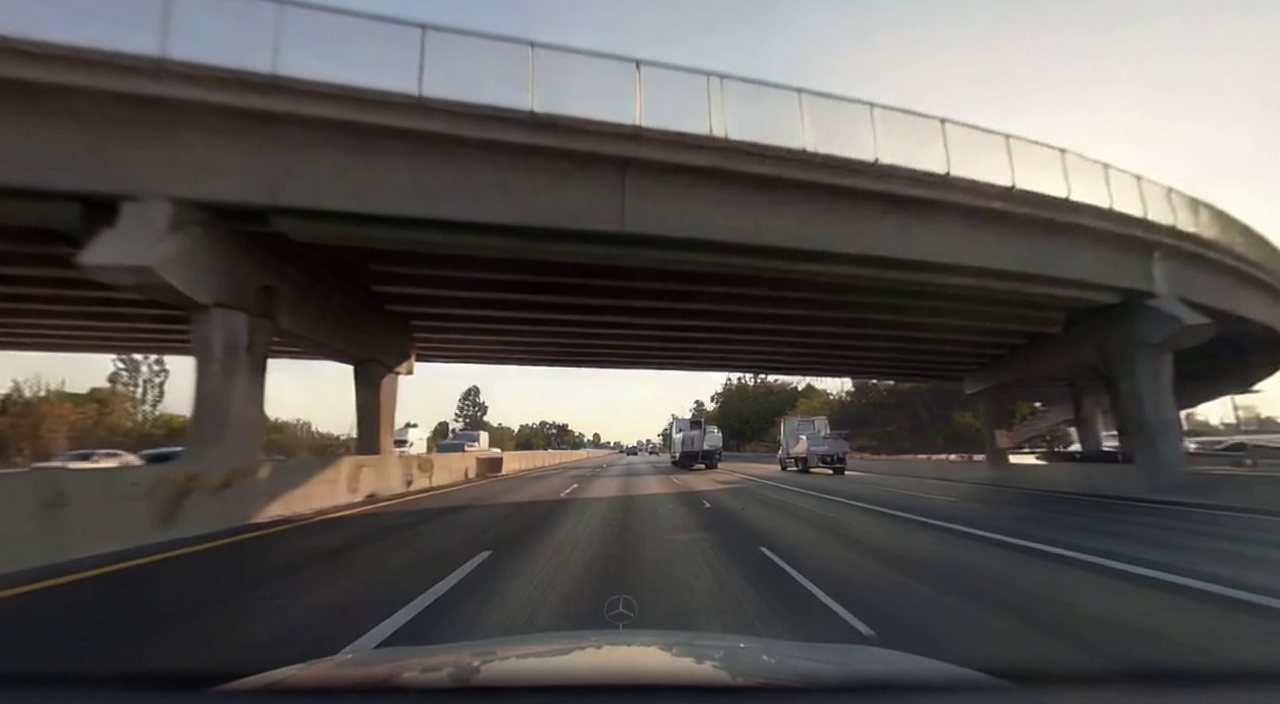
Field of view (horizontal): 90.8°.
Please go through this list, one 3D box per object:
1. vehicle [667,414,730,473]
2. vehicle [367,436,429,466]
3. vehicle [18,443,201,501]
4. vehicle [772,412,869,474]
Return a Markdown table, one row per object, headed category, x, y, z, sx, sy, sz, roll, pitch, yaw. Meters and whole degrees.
| category | x | y | z | sx | sy | sz | roll | pitch | yaw |
| --- | --- | --- | --- | --- | --- | --- | --- | --- | --- |
| vehicle | 3.263 | 5.403 | 37.125 | 2.742 | 3.054 | 7.537 | 0 | -9 | -2 |
| vehicle | -17.479 | 7.194 | 45.952 | 2.330 | 2.041 | 5.234 | 0 | -9 | 1 |
| vehicle | -14.040 | 3.162 | 17.022 | 1.881 | 1.385 | 3.476 | 0 | -9 | -1 |
| vehicle | 10.615 | 5.558 | 38.460 | 2.912 | 3.293 | 9.588 | 0 | -9 | -1 |
